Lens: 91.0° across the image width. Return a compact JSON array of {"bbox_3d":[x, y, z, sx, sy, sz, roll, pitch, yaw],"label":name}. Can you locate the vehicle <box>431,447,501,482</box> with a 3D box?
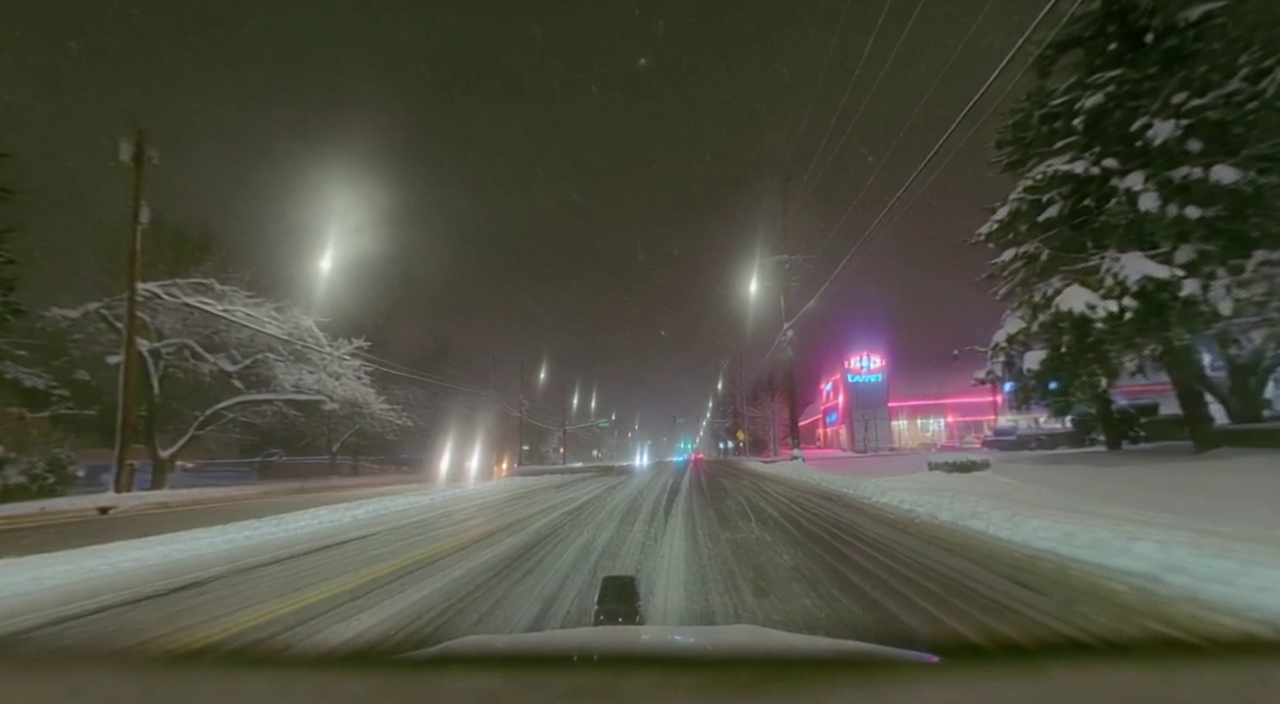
[{"bbox_3d":[-9.351,6.059,34.202,2.209,1.773,4.481,-1,-9,4],"label":"vehicle"}]
